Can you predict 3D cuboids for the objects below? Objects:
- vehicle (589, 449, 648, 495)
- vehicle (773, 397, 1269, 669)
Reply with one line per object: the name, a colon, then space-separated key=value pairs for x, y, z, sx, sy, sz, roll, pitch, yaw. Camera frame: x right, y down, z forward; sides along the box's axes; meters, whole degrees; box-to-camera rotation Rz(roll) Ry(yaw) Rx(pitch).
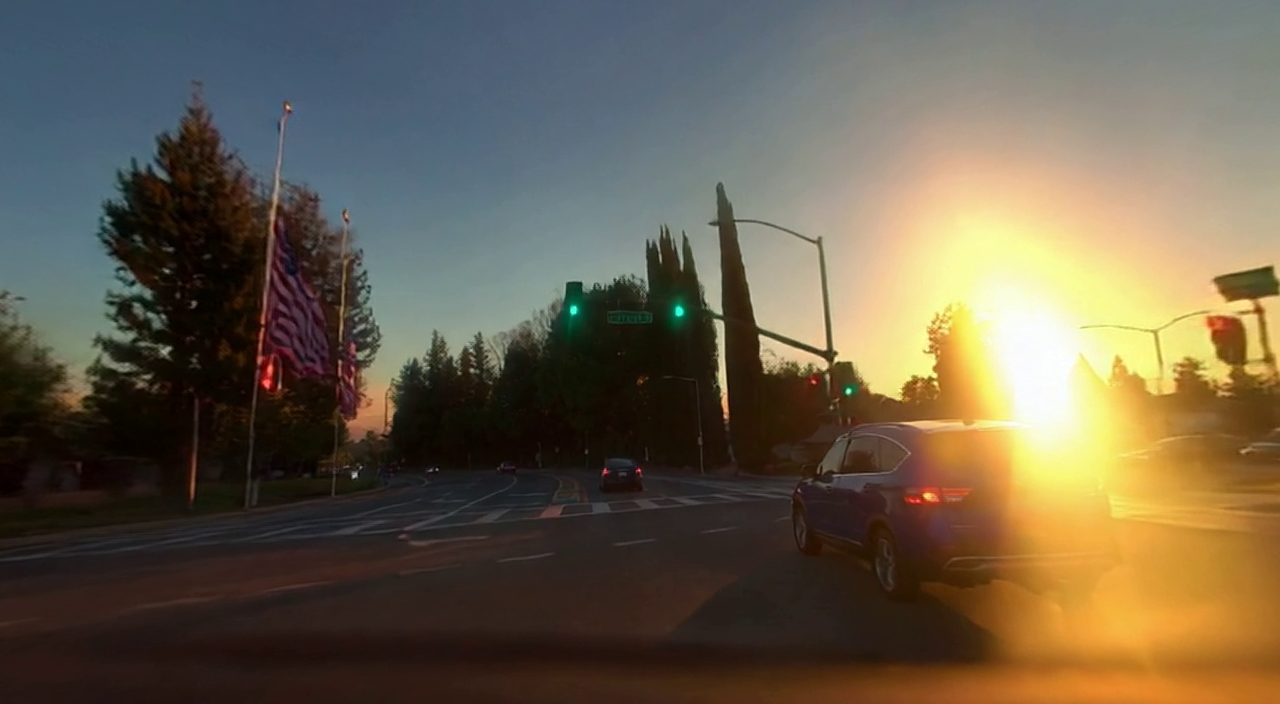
vehicle: x=-1.045 y=5.283 z=28.192 sx=2.185 sy=1.822 sz=4.583 roll=1 pitch=-9 yaw=-8
vehicle: x=2.892 y=1.490 z=6.326 sx=2.024 sy=1.686 sz=4.588 roll=0 pitch=-9 yaw=-1
